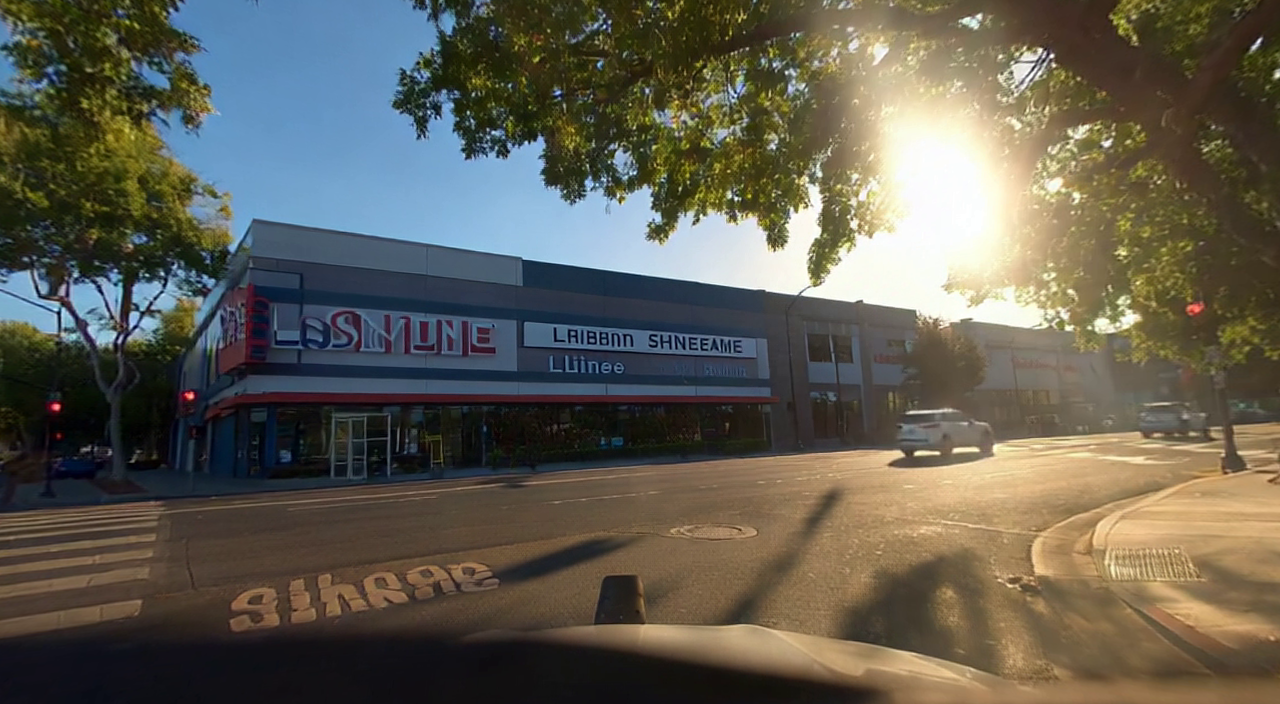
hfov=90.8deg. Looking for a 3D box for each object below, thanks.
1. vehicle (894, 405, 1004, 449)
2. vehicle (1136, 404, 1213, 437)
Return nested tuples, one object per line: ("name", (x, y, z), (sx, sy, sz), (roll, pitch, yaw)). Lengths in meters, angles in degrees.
("vehicle", (13.643, 3.370, 27.836), (4.689, 1.758, 2.146), (5, -10, -33))
("vehicle", (29.447, 3.812, 34.771), (4.377, 1.624, 1.953), (5, -10, -33))
